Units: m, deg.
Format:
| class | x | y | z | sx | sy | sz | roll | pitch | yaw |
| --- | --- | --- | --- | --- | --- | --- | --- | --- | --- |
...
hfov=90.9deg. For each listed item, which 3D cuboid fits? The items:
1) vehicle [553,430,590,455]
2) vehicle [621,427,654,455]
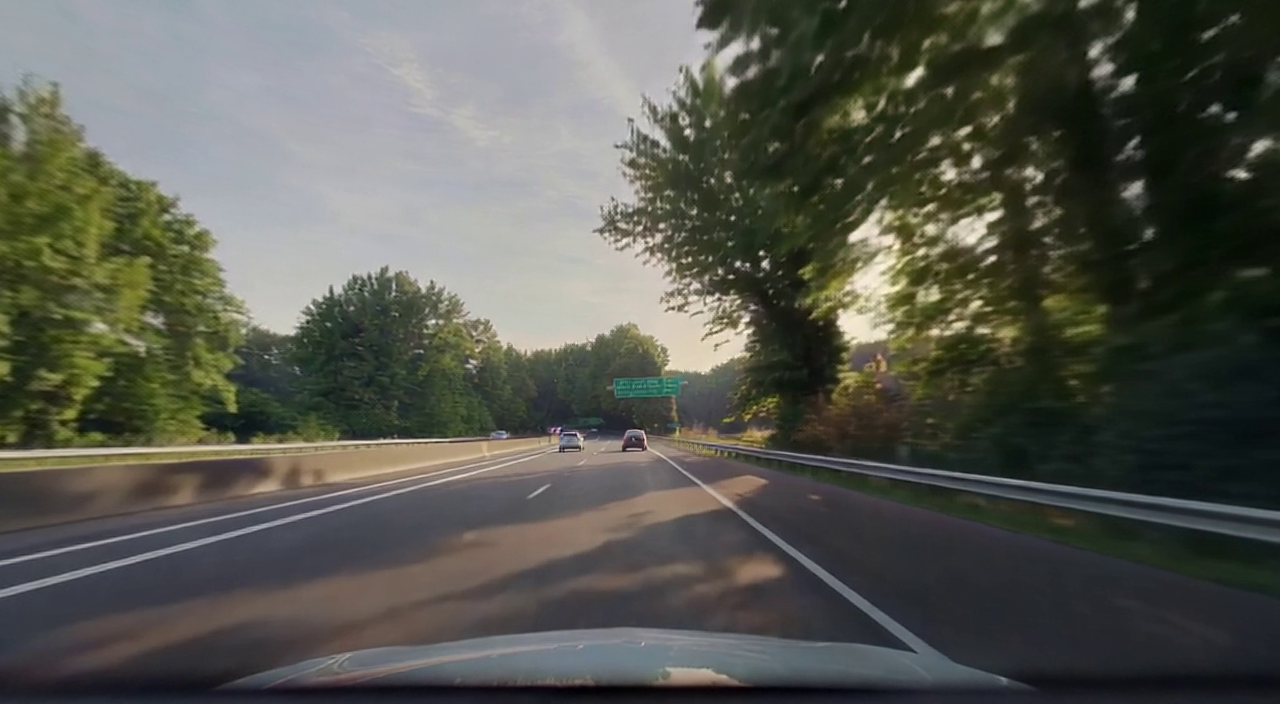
| class | x | y | z | sx | sy | sz | roll | pitch | yaw |
| --- | --- | --- | --- | --- | --- | --- | --- | --- | --- |
| vehicle | -4.542 | 6.082 | 42.475 | 2.055 | 1.610 | 4.116 | 0 | -8 | 0 |
| vehicle | -0.210 | 6.052 | 42.905 | 2.170 | 1.790 | 4.490 | 0 | -8 | -1 |
